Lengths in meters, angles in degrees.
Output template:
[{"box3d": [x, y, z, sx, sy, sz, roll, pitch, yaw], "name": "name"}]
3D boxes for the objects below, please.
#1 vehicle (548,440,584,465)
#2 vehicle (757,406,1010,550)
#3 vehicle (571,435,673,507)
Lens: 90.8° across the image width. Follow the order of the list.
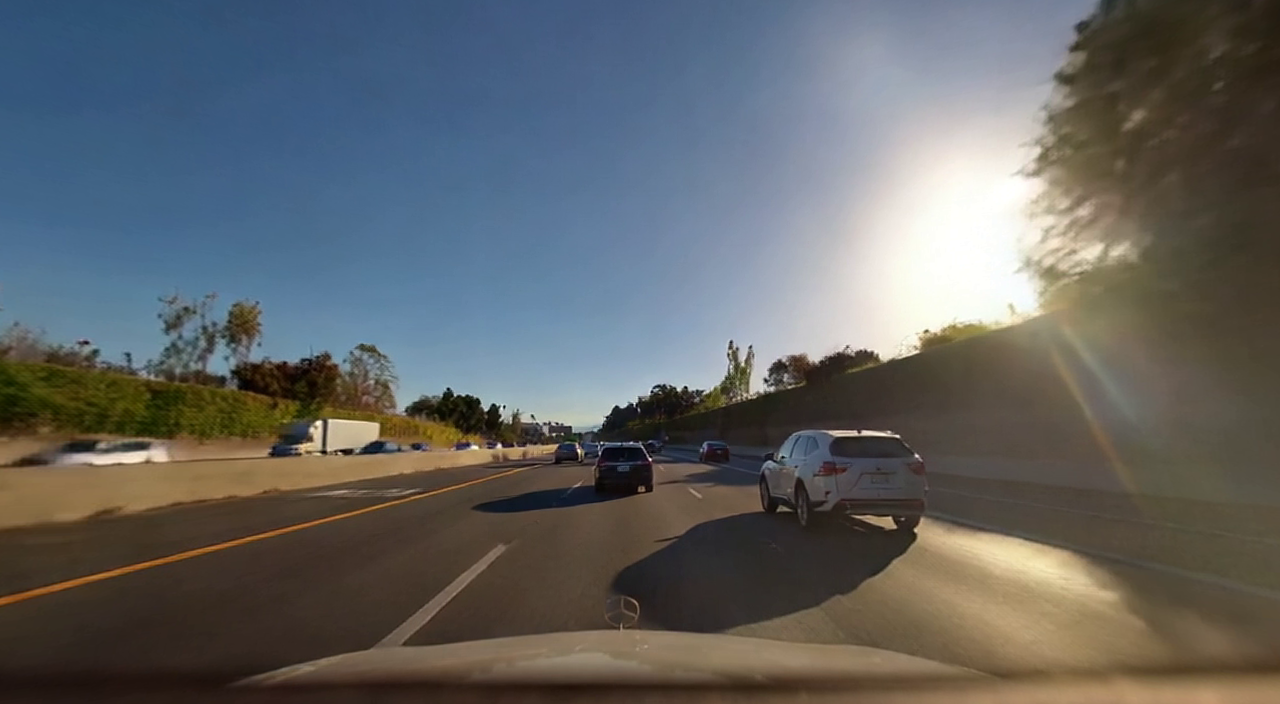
[{"box3d": [-5.405, 7.455, 46.966, 2.218, 1.776, 5.031, 0, -8, -2], "name": "vehicle"}, {"box3d": [3.540, 1.948, 10.436, 2.162, 1.800, 4.693, 0, -8, -2], "name": "vehicle"}, {"box3d": [-0.421, 2.750, 15.062, 2.098, 1.475, 3.997, 0, -8, -2], "name": "vehicle"}]
